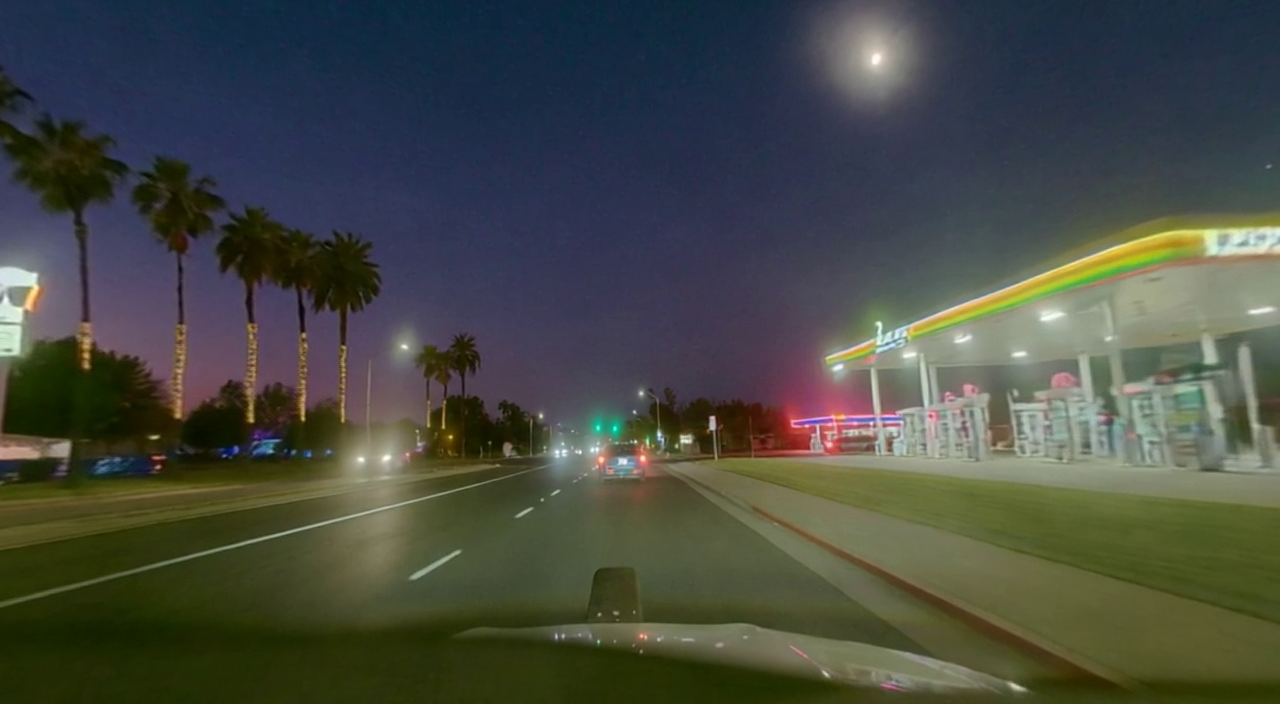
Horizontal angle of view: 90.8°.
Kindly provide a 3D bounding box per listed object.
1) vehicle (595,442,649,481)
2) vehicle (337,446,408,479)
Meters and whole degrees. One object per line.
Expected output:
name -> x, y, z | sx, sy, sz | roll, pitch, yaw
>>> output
vehicle -> -0.715, 4.512, 26.331 | 2.076, 1.486, 4.119 | 0, -8, -1
vehicle -> -14.809, 6.101, 35.209 | 2.026, 1.722, 4.463 | 0, -8, -1
